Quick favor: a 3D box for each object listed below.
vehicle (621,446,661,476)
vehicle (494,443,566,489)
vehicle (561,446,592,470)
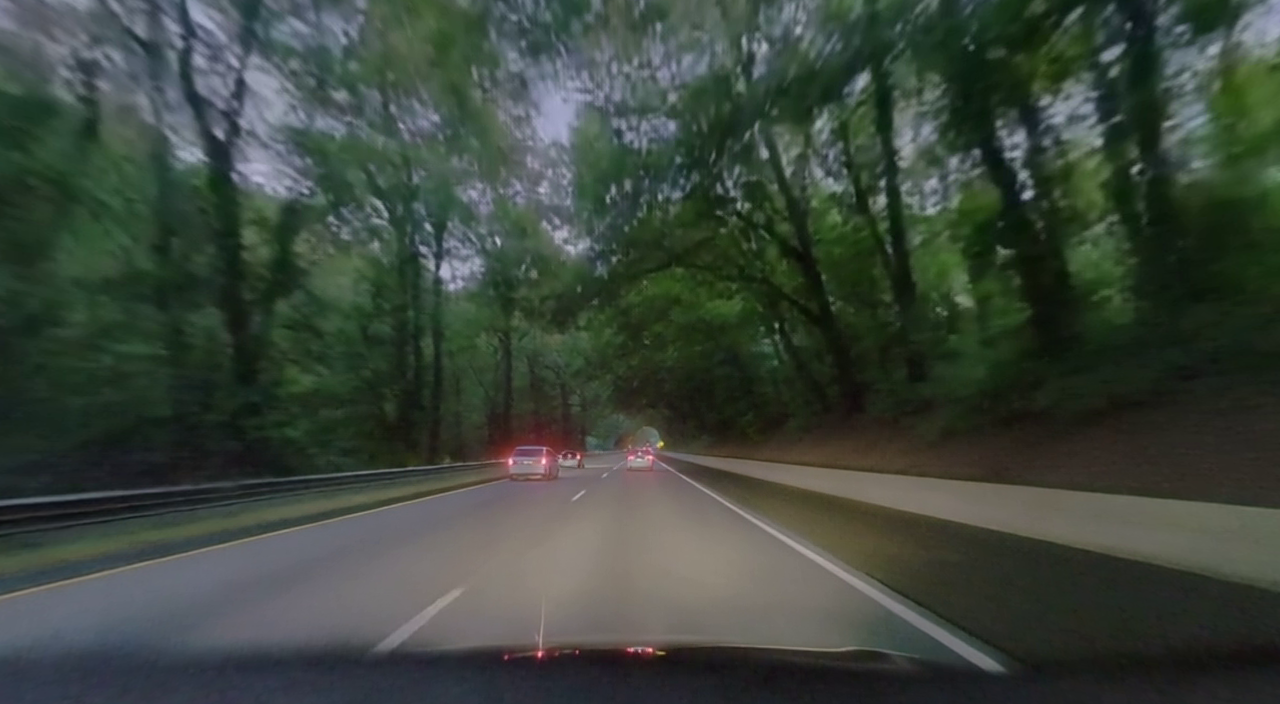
[{"bbox_3d":[0.016,5.820,33.757,2.001,1.490,3.914,0,-9,-1],"label":"vehicle"},{"bbox_3d":[-3.972,4.182,23.424,1.978,1.538,3.755,0,-9,0],"label":"vehicle"},{"bbox_3d":[-4.466,7.526,44.941,1.834,1.615,3.624,0,-9,0],"label":"vehicle"}]
